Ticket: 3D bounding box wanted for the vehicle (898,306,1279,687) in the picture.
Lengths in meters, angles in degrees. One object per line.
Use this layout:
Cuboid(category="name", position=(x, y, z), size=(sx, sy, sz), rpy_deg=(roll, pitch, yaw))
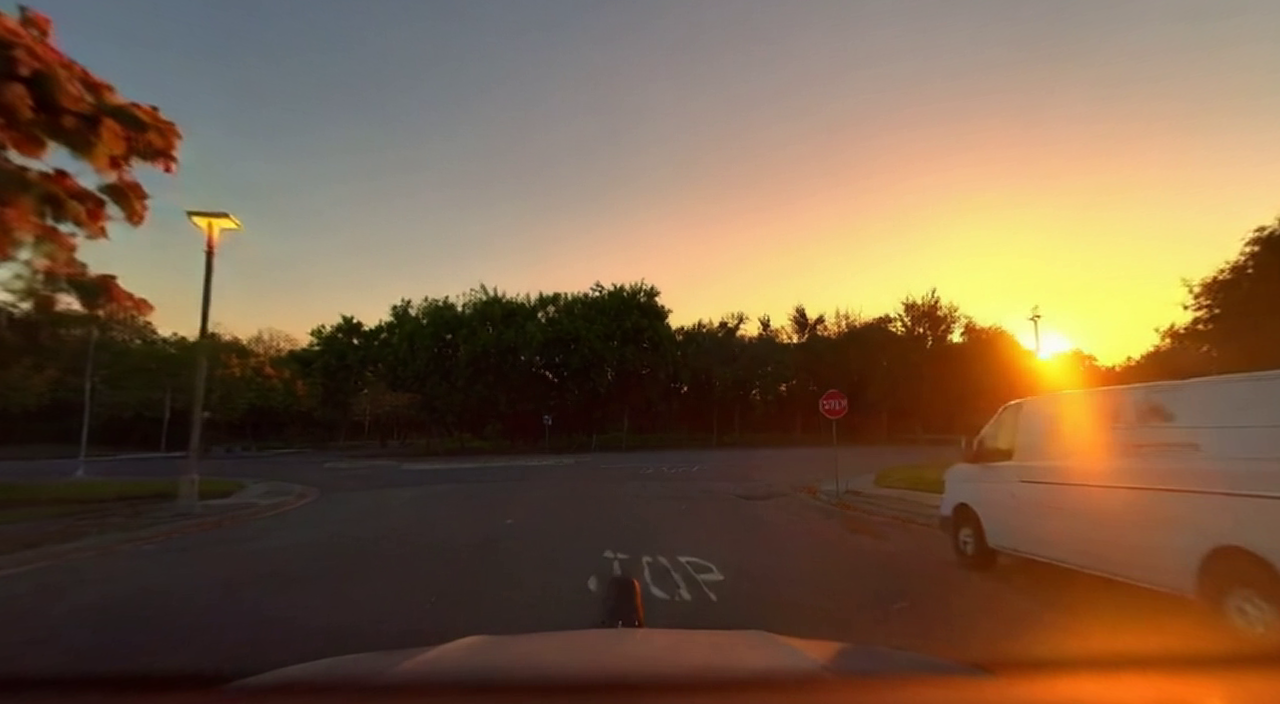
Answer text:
Cuboid(category="vehicle", position=(5.016, 1.106, 5.470), size=(2.659, 2.245, 5.991), rpy_deg=(1, -8, -4))
